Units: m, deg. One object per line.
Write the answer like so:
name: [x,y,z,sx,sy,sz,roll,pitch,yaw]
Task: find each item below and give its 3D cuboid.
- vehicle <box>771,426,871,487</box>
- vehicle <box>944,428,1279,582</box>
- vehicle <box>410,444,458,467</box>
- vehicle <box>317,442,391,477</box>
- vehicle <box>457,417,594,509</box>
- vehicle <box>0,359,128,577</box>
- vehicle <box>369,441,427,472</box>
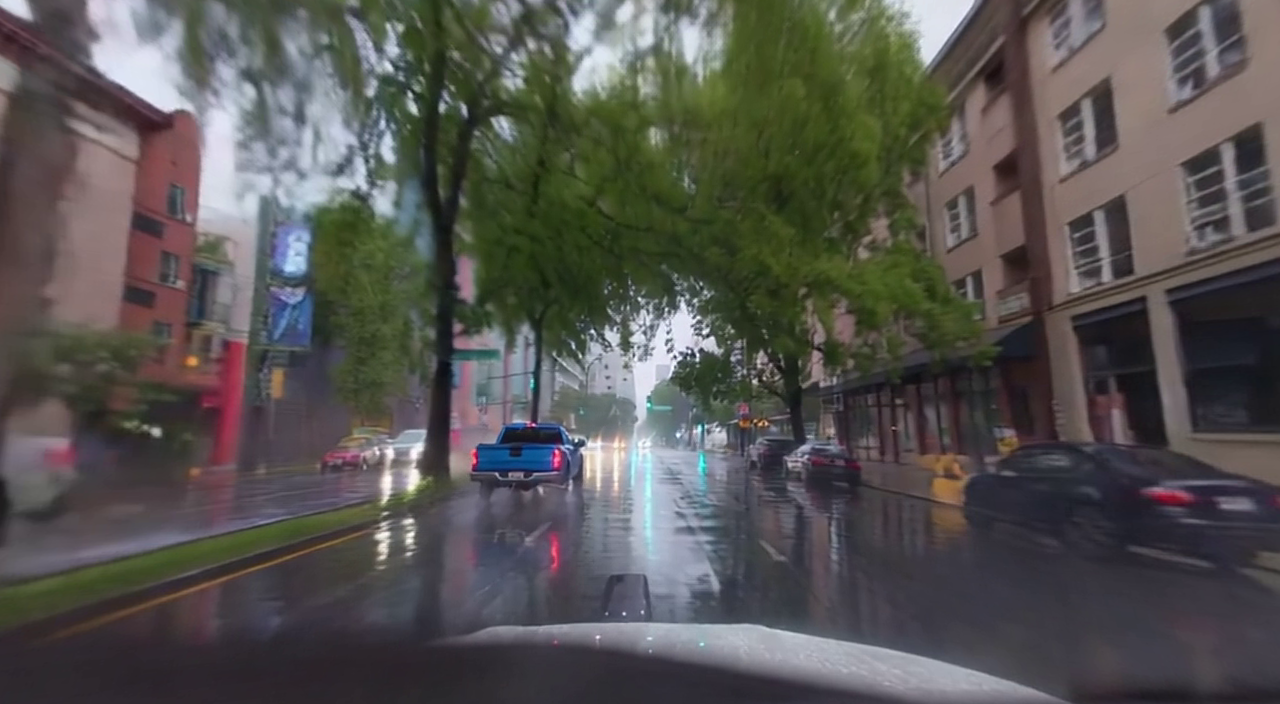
vehicle: [6.045,3.579,21.758,2.043,1.841,4.842,0,-9,1]
vehicle: [6.052,1.824,8.326,1.988,1.514,3.962,0,-9,-1]
vehicle: [-15.701,7.942,48.364,2.100,1.596,4.739,-2,-9,0]
vehicle: [-15.960,5.995,35.466,1.928,1.824,4.664,0,-9,0]
vehicle: [-2.433,2.580,15.072,2.197,1.786,5.365,0,-9,1]
vehicle: [-7.257,0.862,4.367,2.462,2.027,5.808,0,-9,1]
vehicle: [-15.729,6.780,41.299,1.948,1.827,4.730,-2,-8,0]
